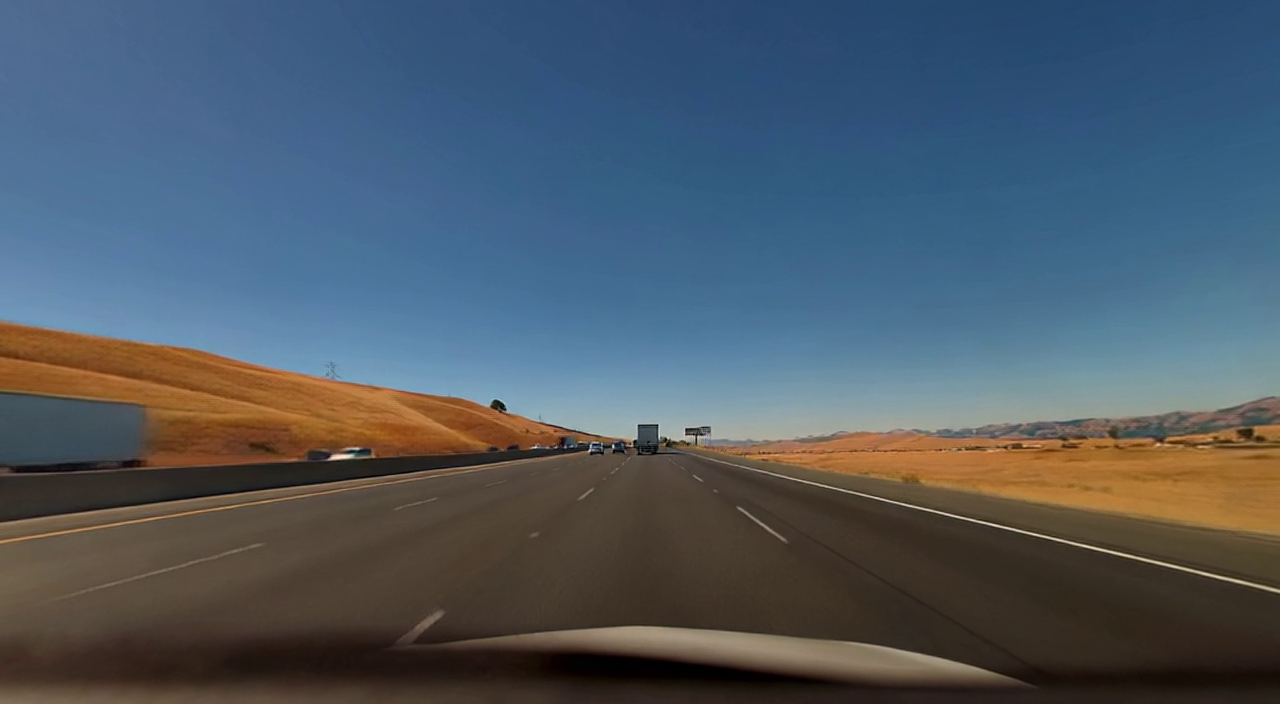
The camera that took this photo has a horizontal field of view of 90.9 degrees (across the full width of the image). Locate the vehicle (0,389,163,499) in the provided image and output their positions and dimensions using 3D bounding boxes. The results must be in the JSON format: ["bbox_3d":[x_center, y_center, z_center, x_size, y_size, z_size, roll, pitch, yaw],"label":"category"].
[{"bbox_3d":[-25.022,3.566,24.397,2.830,4.041,13.042,0,-8,0],"label":"vehicle"}]

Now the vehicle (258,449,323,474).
[{"bbox_3d":[-23.912,7.484,43.357,1.885,1.615,4.448,0,-8,1],"label":"vehicle"}]

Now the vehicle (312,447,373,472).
[{"bbox_3d":[-20.439,7.402,43.522,2.077,1.589,4.203,0,-8,1],"label":"vehicle"}]
